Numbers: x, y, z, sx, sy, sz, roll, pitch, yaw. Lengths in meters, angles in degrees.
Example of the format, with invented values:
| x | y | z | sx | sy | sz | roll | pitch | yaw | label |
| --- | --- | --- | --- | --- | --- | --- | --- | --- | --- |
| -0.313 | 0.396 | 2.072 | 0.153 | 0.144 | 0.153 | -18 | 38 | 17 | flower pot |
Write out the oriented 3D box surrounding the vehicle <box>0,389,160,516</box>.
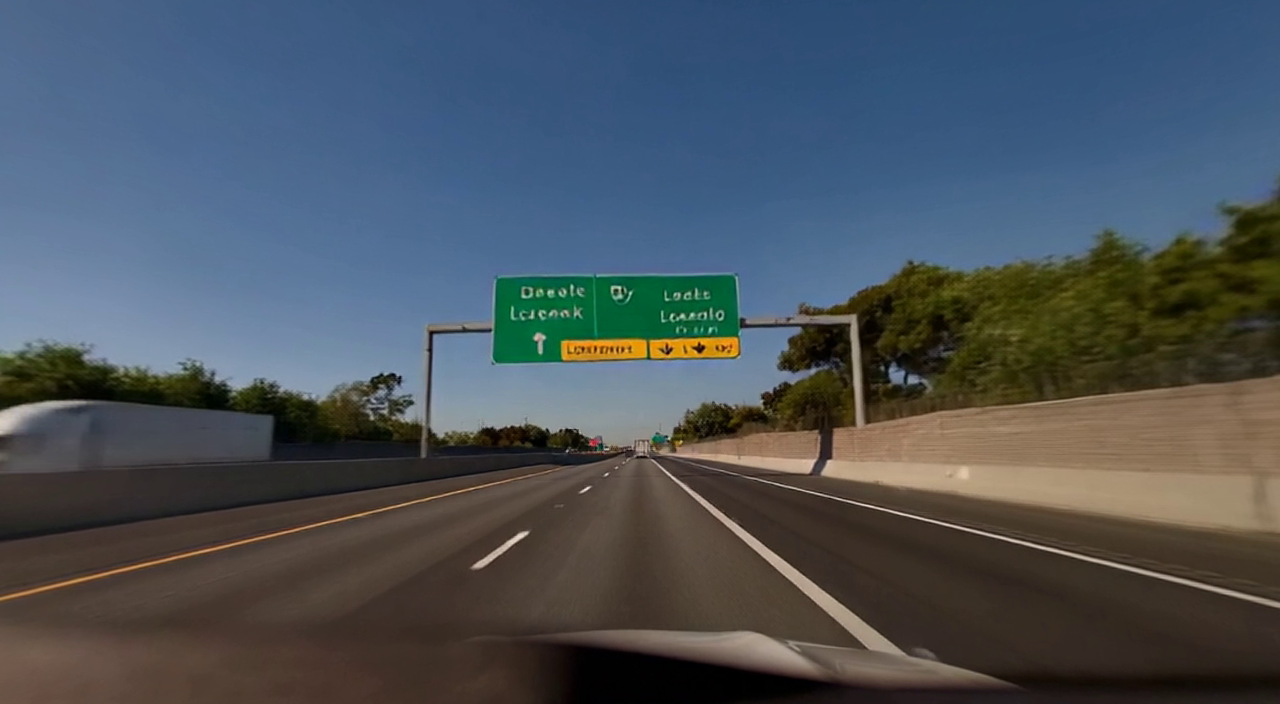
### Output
| x | y | z | sx | sy | sz | roll | pitch | yaw | label |
| --- | --- | --- | --- | --- | --- | --- | --- | --- | --- |
| -19.560 | 3.309 | 20.652 | 2.894 | 3.573 | 5.913 | -2 | -9 | 0 | vehicle |
